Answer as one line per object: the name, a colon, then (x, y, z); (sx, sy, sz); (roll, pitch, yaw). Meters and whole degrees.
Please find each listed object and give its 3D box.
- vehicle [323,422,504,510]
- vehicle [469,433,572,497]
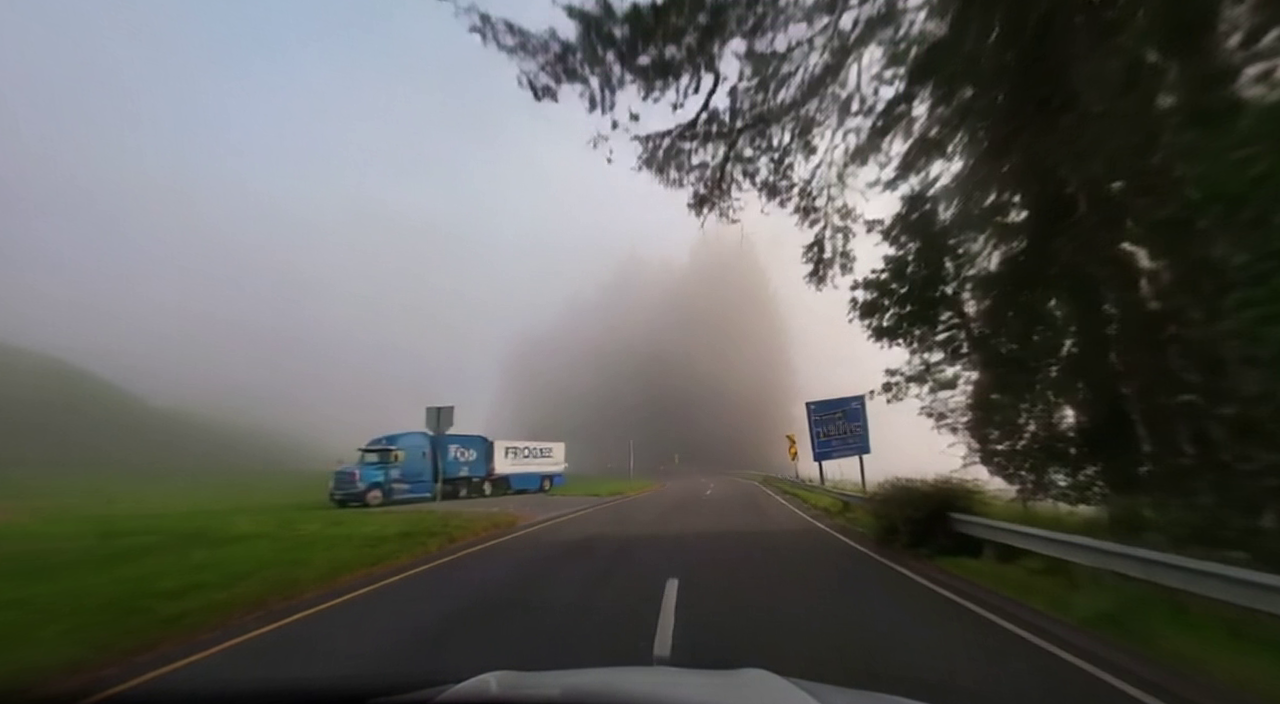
vehicle: (-12.445, 6.527, 35.991); (2.952, 4.284, 9.811); (-6, -12, 31)
vehicle: (-8.184, 7.999, 44.398); (2.935, 4.083, 7.922); (-4, -11, 24)
